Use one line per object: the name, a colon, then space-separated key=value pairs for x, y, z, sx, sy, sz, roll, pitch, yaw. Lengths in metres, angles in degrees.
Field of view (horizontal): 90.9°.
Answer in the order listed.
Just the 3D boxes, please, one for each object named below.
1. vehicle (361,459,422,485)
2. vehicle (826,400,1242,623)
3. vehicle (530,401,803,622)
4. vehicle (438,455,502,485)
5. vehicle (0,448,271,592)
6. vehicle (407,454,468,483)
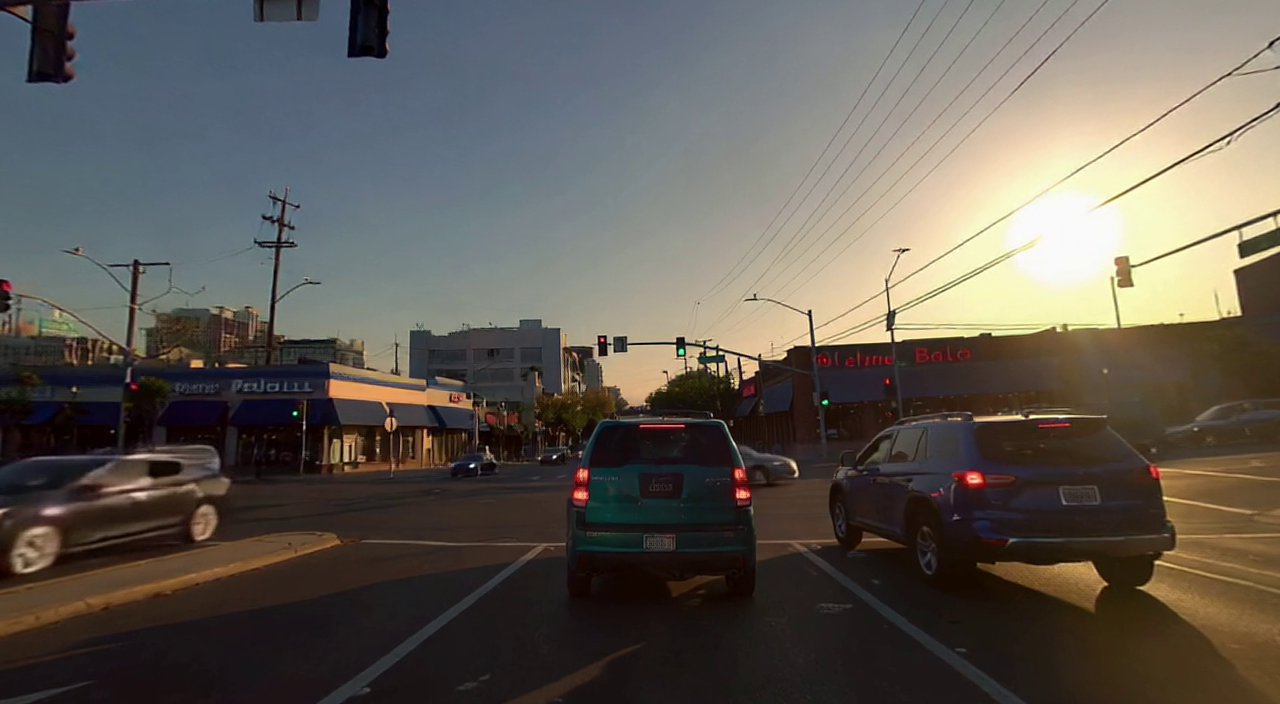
vehicle: x=-16.243 y=7.845 z=41.443 sx=1.872 sy=1.433 sz=4.404 roll=-1 pitch=-8 yaw=6
vehicle: x=3.607 y=1.516 z=6.953 sx=1.976 sy=1.664 sz=4.189 roll=-1 pitch=-8 yaw=2
vehicle: x=0.256 y=1.509 z=6.828 sx=2.098 sy=1.682 sz=3.778 roll=0 pitch=-8 yaw=2
vehicle: x=-9.392 y=6.559 z=35.352 sx=1.911 sy=1.461 sz=4.691 roll=-1 pitch=-8 yaw=5
vehicle: x=-7.524 y=2.098 z=8.833 sx=1.924 sy=1.453 sz=4.343 roll=-1 pitch=-8 yaw=3
vehicle: x=-12.845 y=7.399 z=40.383 sx=1.943 sy=1.680 sz=4.709 roll=-1 pitch=-8 yaw=6
